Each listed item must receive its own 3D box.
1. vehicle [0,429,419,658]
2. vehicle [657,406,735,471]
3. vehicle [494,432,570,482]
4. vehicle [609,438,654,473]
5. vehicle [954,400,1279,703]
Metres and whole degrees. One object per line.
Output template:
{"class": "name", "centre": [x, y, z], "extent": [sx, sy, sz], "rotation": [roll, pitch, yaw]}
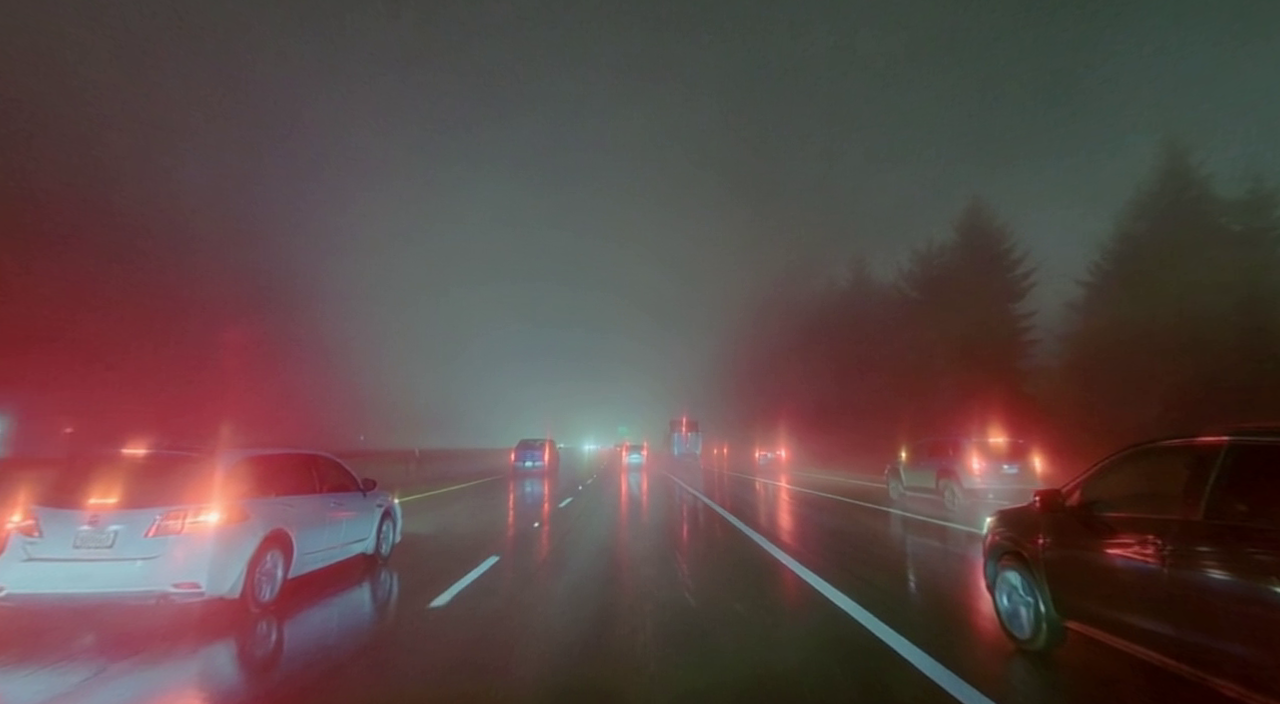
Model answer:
{"class": "vehicle", "centre": [-3.976, 1.536, 6.197], "extent": [1.947, 1.424, 4.264], "rotation": [0, -9, 2]}
{"class": "vehicle", "centre": [3.037, 5.354, 38.518], "extent": [3.426, 3.279, 12.313], "rotation": [0, -8, -1]}
{"class": "vehicle", "centre": [-4.245, 4.237, 25.673], "extent": [2.176, 1.783, 4.799], "rotation": [0, -8, 1]}
{"class": "vehicle", "centre": [-0.444, 5.459, 33.354], "extent": [2.235, 1.682, 4.094], "rotation": [0, -8, -1]}
{"class": "vehicle", "centre": [3.179, 0.924, 2.092], "extent": [2.031, 1.504, 4.327], "rotation": [0, -8, 0]}
